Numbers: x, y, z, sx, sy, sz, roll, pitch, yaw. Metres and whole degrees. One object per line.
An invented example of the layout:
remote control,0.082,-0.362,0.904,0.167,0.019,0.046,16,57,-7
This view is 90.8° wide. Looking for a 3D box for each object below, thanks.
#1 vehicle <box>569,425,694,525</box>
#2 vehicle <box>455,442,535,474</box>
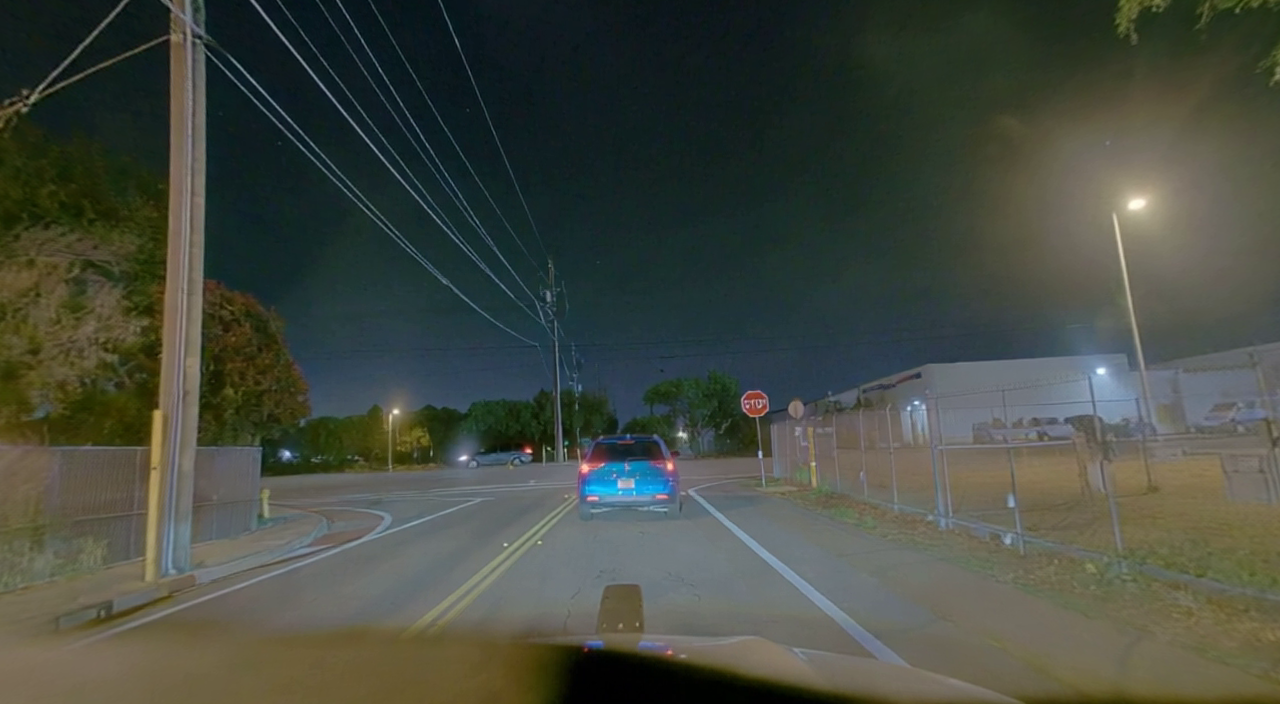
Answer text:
vehicle,-0.196,2.420,13.010,2.137,1.698,4.166,0,-8,-1
vehicle,-8.549,6.184,37.129,4.415,1.753,2.029,-6,-10,34
